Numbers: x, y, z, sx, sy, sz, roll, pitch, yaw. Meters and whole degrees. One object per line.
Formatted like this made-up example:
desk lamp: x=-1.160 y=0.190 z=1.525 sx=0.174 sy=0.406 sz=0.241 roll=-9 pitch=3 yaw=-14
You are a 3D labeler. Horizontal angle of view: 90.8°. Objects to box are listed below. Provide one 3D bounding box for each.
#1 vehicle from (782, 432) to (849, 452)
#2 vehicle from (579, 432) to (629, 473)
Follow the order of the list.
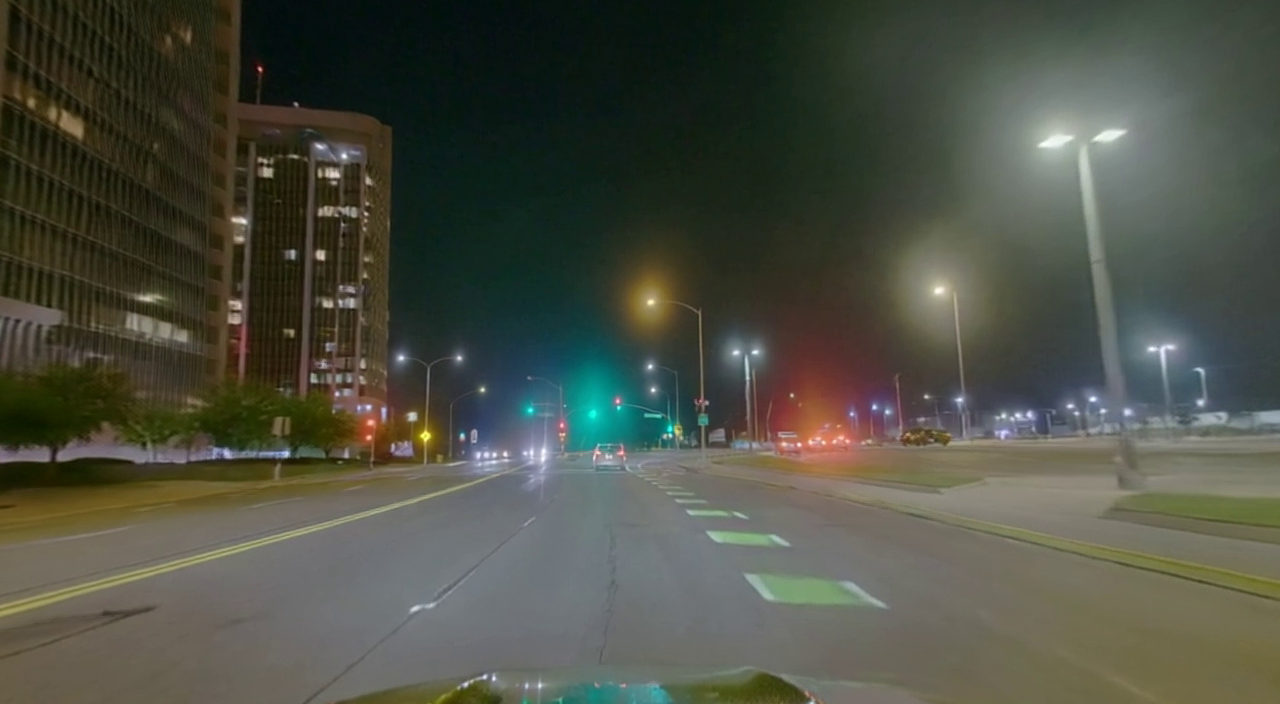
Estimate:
vehicle: x=13.091 y=6.741 z=47.361 sx=4.486 sy=1.494 sz=1.802 roll=0 pitch=-8 yaw=2
vehicle: x=-1.731 y=4.880 z=30.846 sx=2.230 sy=1.827 sz=4.298 roll=0 pitch=-8 yaw=-2
